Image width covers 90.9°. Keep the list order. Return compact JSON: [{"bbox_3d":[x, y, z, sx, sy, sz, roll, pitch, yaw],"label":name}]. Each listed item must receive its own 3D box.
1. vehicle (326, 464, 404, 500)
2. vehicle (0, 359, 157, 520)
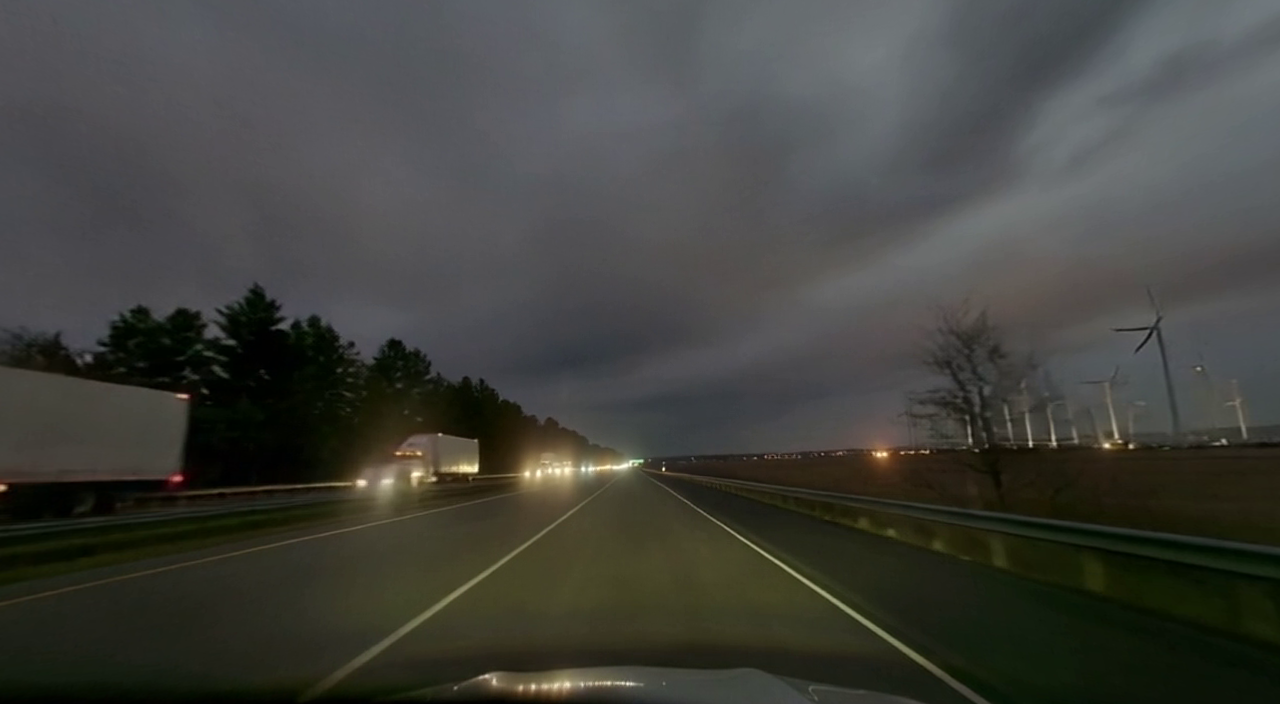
[{"bbox_3d":[-12.430,5.888,28.737,1.734,1.516,4.031,1,-10,0],"label":"vehicle"},{"bbox_3d":[-16.710,1.643,12.713,2.814,3.790,14.222,1,-10,-1],"label":"vehicle"}]
